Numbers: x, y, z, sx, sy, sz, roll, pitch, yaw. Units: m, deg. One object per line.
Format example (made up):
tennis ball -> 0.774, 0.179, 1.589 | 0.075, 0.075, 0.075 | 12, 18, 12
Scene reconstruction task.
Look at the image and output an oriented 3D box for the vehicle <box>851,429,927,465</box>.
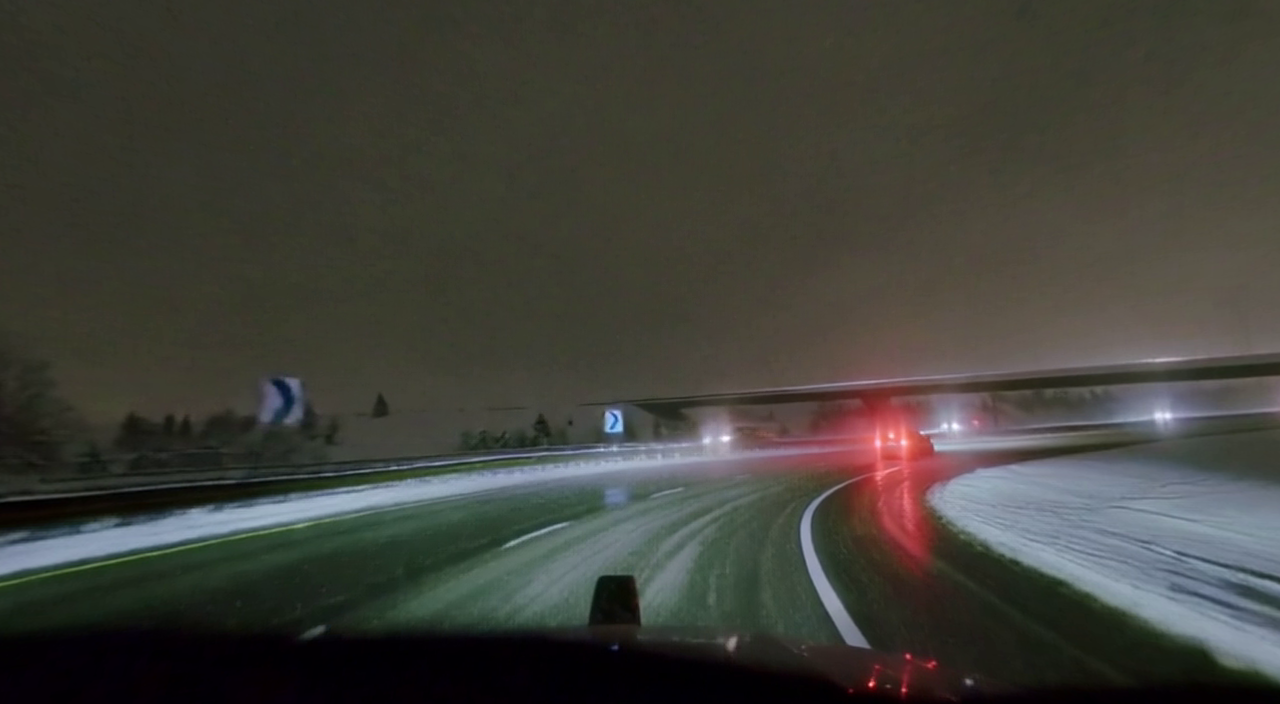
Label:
vehicle -> 11.333, 4.258, 28.486 | 2.028, 1.440, 3.970 | -3, -8, 40
